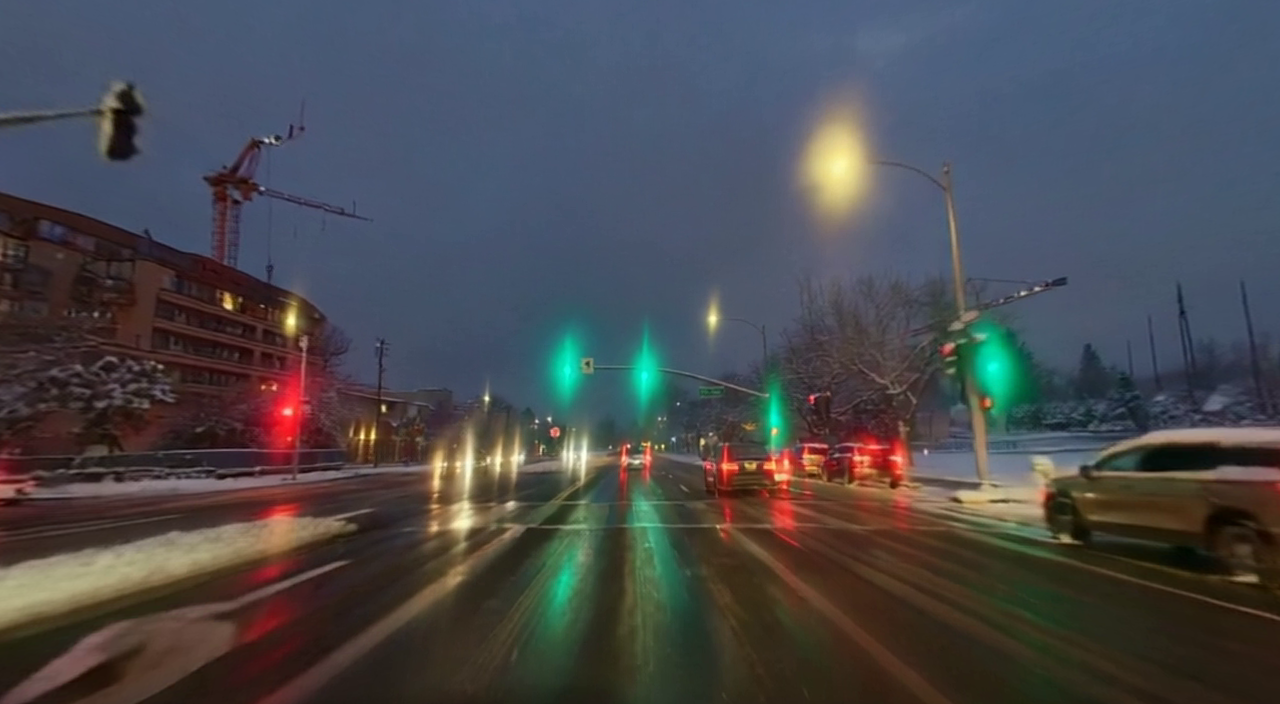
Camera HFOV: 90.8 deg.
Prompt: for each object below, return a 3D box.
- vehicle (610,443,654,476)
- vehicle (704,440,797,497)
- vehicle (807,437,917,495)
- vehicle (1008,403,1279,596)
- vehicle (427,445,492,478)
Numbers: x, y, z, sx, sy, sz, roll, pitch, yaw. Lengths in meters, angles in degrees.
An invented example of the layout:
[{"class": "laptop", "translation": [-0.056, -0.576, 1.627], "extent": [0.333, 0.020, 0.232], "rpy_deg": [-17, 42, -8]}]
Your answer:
[{"class": "vehicle", "translation": [-0.356, 5.147, 30.553], "extent": [2.006, 1.487, 3.535], "rpy_deg": [0, -9, 0]}, {"class": "vehicle", "translation": [3.095, 3.351, 18.566], "extent": [1.910, 1.474, 4.003], "rpy_deg": [0, -9, -1]}, {"class": "vehicle", "translation": [7.340, 3.803, 21.466], "extent": [2.031, 1.708, 4.567], "rpy_deg": [0, -9, -1]}, {"class": "vehicle", "translation": [7.245, 1.670, 7.759], "extent": [2.125, 1.838, 5.555], "rpy_deg": [0, -9, 0]}, {"class": "vehicle", "translation": [-8.750, 5.329, 31.001], "extent": [1.902, 1.503, 4.240], "rpy_deg": [0, -9, 0]}]
